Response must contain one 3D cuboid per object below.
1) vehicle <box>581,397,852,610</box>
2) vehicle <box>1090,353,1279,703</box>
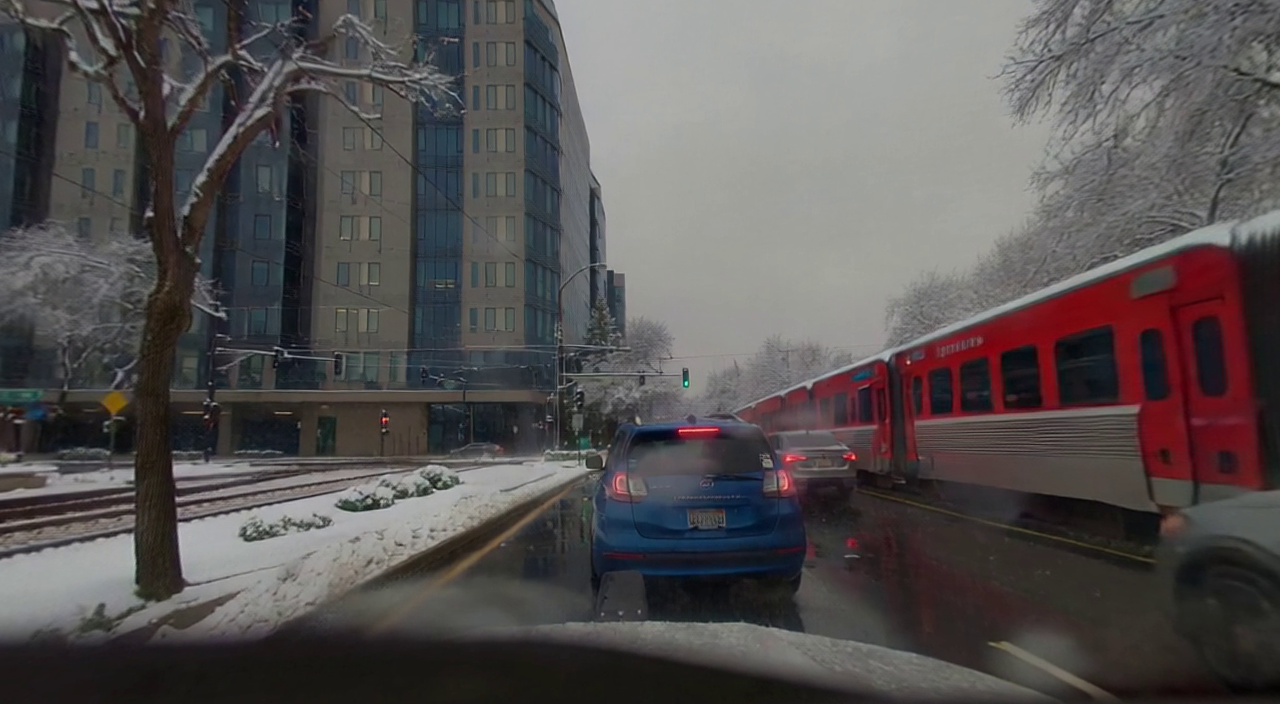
[{"bbox_3d":[0.508,1.519,7.169,2.190,1.684,4.084,0,-9,-3],"label":"vehicle"},{"bbox_3d":[4.224,0.691,1.745,2.165,1.760,5.064,0,-9,0],"label":"vehicle"}]
